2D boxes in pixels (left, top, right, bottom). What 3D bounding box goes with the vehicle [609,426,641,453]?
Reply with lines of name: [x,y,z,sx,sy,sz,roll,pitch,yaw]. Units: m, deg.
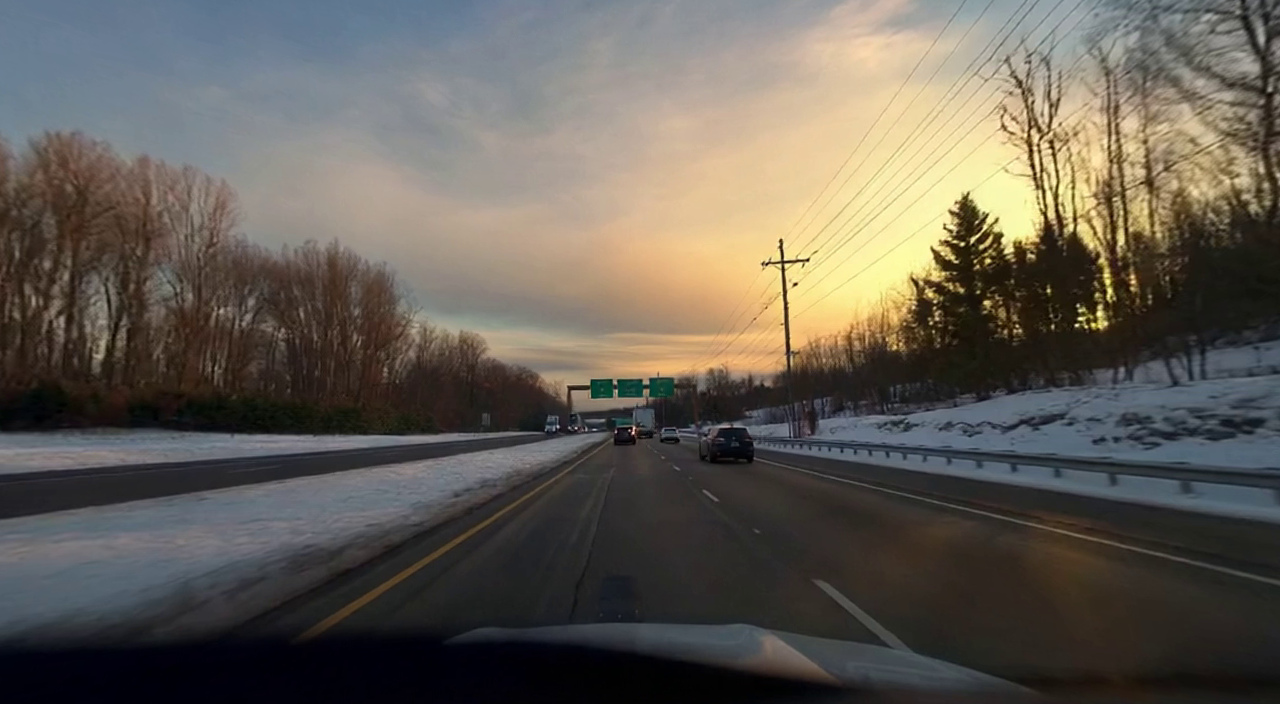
vehicle: [-0.985,5.768,41.518,2.019,1.642,3.790,0,-8,-1]

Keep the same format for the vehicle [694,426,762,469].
vehicle: [3.414,3.773,25.107,2.062,1.581,3.914,0,-8,-1]
